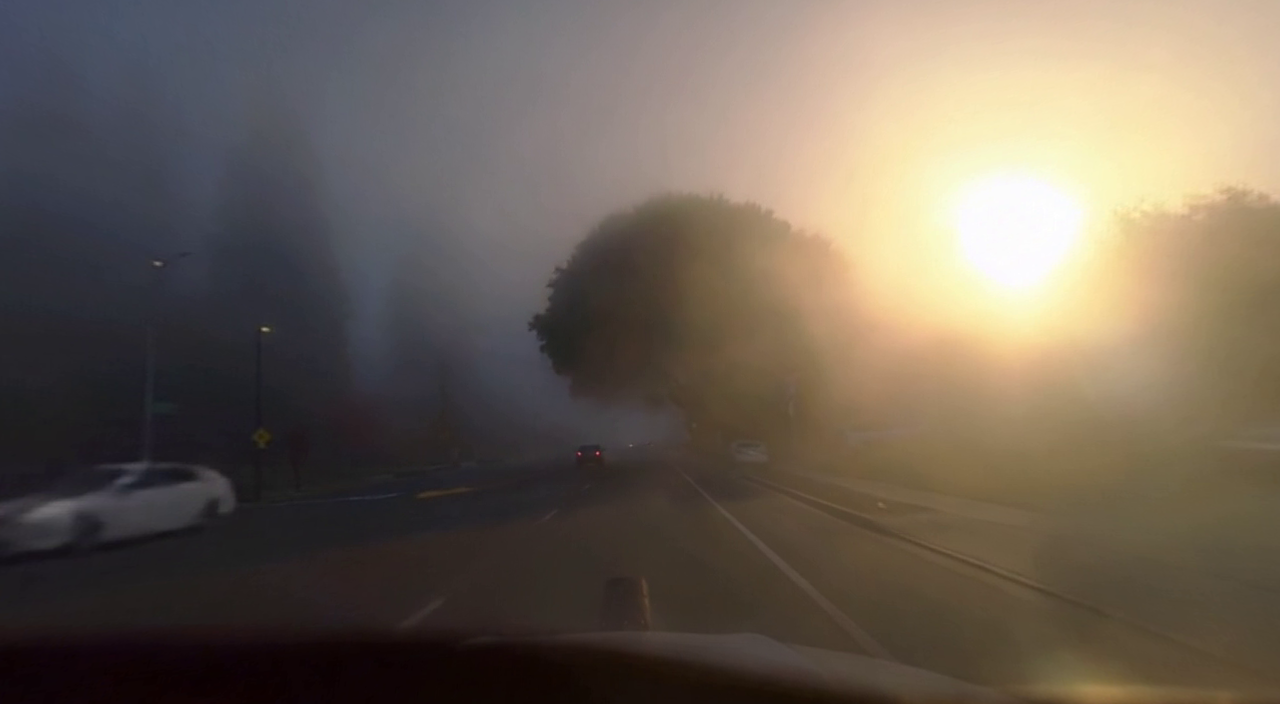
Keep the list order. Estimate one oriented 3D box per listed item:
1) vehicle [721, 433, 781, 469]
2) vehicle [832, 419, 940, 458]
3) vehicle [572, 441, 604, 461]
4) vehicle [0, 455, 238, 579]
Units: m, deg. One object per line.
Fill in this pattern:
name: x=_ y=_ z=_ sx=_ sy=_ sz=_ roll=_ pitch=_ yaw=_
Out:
vehicle: x=5.169 y=4.690 z=29.965 sx=1.995 sy=1.546 sz=4.474 roll=0 pitch=-8 yaw=-1
vehicle: x=10.956 y=3.895 z=28.373 sx=4.037 sy=1.673 sz=1.983 roll=-1 pitch=-8 yaw=3
vehicle: x=-3.690 y=7.154 z=45.559 sx=1.973 sy=1.400 sz=3.915 roll=0 pitch=-8 yaw=0
vehicle: x=-9.248 y=2.517 z=10.497 sx=2.027 sy=1.522 sz=4.469 roll=0 pitch=-8 yaw=2
